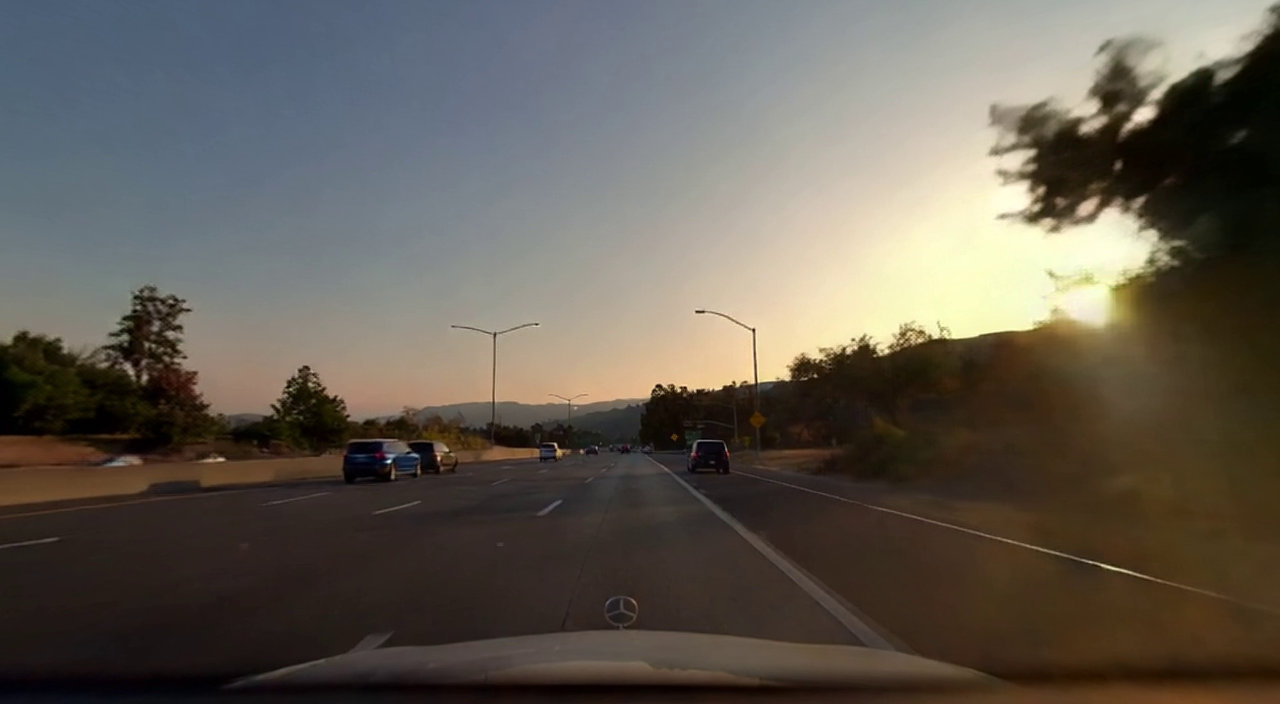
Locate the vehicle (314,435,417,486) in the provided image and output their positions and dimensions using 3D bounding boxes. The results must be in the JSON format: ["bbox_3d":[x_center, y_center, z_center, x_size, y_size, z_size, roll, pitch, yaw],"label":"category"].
[{"bbox_3d":[-11.166,4.429,26.056,2.137,1.873,4.687,0,-8,0],"label":"vehicle"}]

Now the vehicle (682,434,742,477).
[{"bbox_3d":[3.325,4.897,30.096,2.184,1.892,4.763,0,-8,-1],"label":"vehicle"}]

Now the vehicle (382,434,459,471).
[{"bbox_3d":[-14.584,6.738,42.381,2.736,2.262,6.533,0,-8,1],"label":"vehicle"}]
